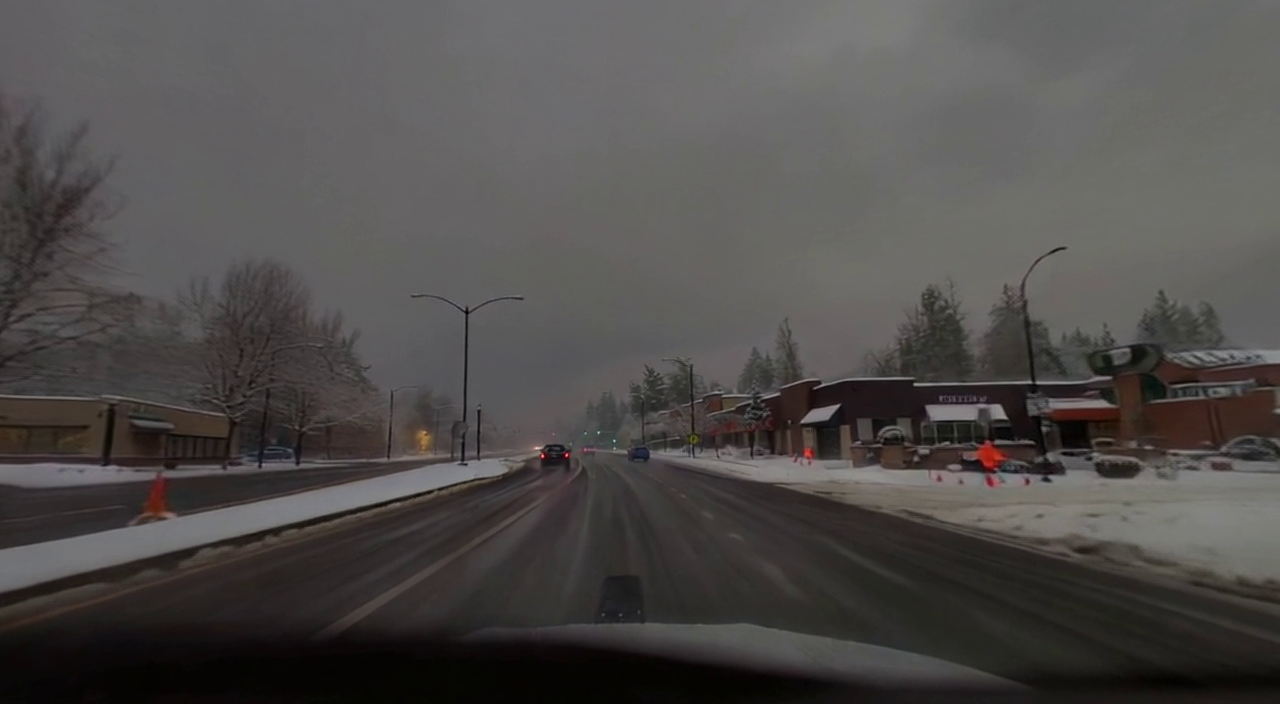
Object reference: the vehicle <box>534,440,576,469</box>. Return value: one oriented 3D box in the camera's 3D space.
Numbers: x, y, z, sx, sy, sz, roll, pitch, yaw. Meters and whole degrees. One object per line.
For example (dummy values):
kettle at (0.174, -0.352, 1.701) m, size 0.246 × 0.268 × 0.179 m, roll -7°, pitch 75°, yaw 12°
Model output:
vehicle at (-5.360, 6.559, 40.494) m, size 2.381 × 1.721 × 4.186 m, roll 0°, pitch -9°, yaw -4°
